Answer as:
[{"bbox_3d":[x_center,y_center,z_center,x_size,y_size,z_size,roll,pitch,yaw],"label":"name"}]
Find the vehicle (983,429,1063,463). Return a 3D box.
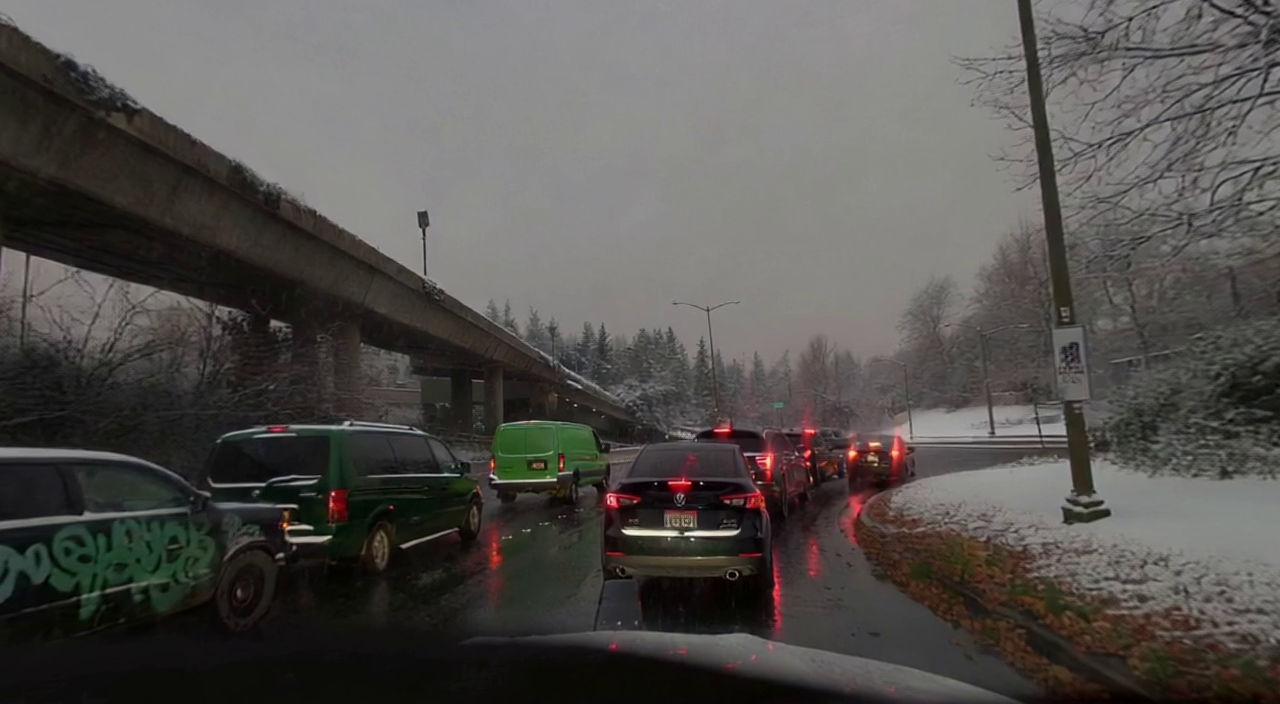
[{"bbox_3d":[17.517,4.300,28.644,3.445,1.478,1.764,6,-11,-34],"label":"vehicle"}]

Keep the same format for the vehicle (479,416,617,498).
[{"bbox_3d":[-2.222,2.708,16.323,1.835,1.825,4.005,-4,-9,20],"label":"vehicle"}]

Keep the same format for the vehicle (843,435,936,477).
[{"bbox_3d":[9.680,3.983,24.147,3.934,1.485,1.763,8,-12,-43],"label":"vehicle"}]

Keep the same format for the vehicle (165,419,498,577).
[{"bbox_3d":[-3.649,1.798,8.456,1.921,1.554,4.081,-2,-9,10],"label":"vehicle"}]

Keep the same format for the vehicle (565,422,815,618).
[{"bbox_3d":[0.802,1.639,7.014,2.064,1.515,3.722,-3,-9,14],"label":"vehicle"}]

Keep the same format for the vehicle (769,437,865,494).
[{"bbox_3d":[5.251,3.256,18.284,1.780,1.446,3.902,-5,-10,29],"label":"vehicle"}]
